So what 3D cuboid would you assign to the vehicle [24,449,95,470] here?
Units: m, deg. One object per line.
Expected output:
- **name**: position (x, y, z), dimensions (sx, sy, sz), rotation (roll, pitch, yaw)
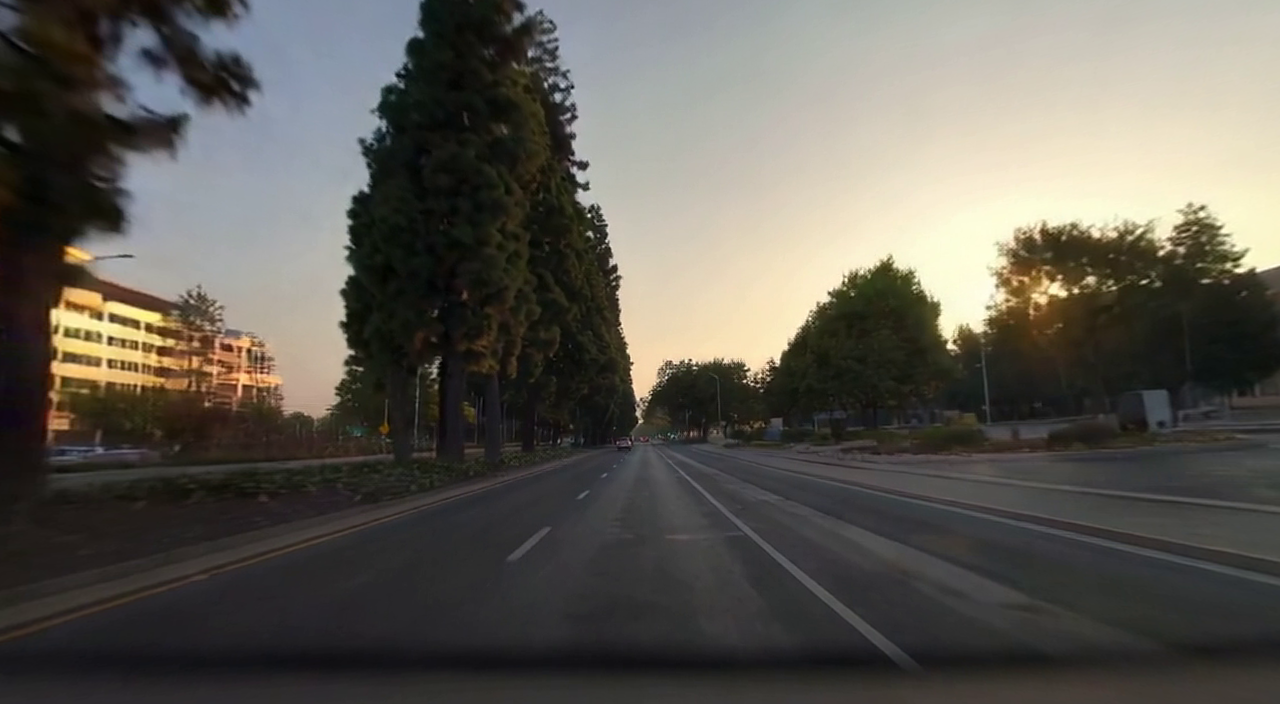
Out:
- **vehicle**: position (-44.353, 8.218, 48.323), dimensions (3.709, 1.517, 1.833), rotation (-1, -9, 4)
